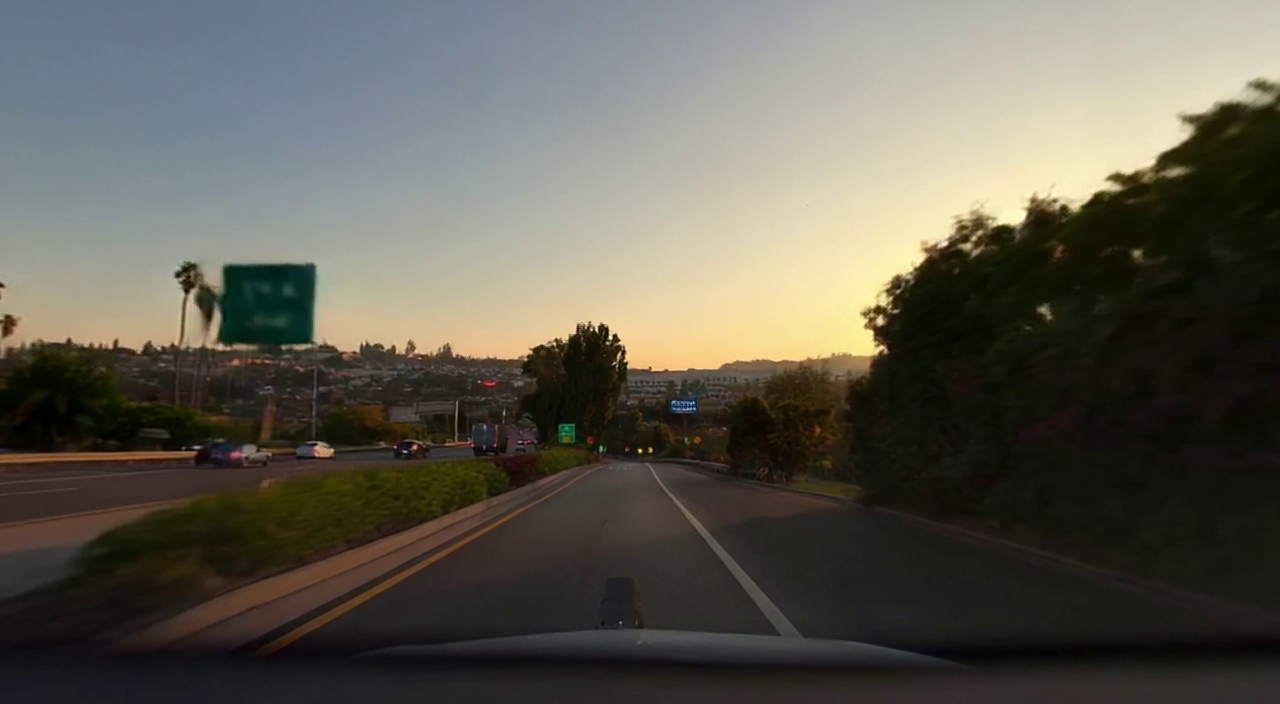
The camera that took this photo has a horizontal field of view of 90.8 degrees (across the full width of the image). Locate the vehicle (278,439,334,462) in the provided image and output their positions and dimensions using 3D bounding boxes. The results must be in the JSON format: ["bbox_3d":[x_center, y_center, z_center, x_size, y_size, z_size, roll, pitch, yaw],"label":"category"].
[{"bbox_3d":[-25.104,7.412,47.679,1.998,1.648,4.495,0,-9,-3],"label":"vehicle"}]

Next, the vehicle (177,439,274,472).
[{"bbox_3d":[-20.498,5.141,31.511,1.933,1.496,4.516,0,-9,-3],"label":"vehicle"}]

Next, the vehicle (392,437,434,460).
[{"bbox_3d":[-17.596,7.481,49.083,1.919,1.658,4.084,0,-9,-3],"label":"vehicle"}]
